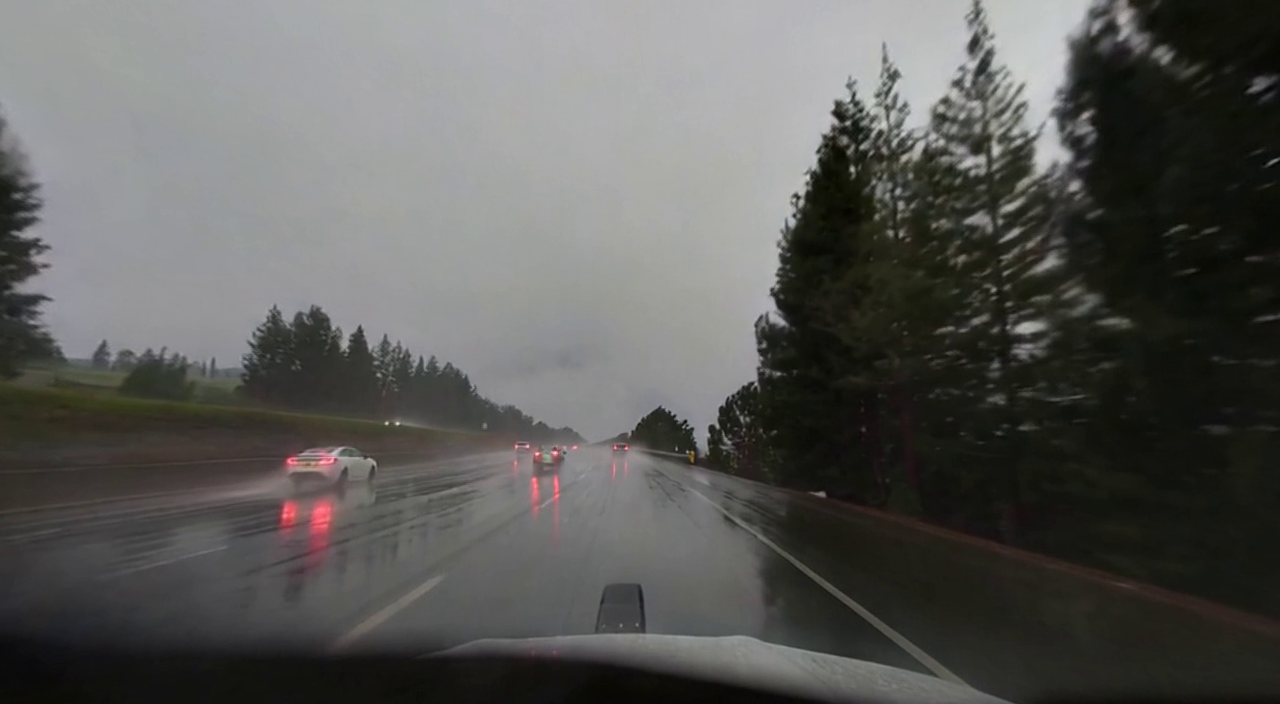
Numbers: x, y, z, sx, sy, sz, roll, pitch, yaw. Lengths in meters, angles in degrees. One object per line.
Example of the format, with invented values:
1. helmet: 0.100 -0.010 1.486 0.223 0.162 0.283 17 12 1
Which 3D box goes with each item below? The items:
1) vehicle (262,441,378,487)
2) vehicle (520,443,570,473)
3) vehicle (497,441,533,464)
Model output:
1. vehicle: -11.562 4.066 23.164 1.960 1.487 4.593 0 -9 -2
2. vehicle: -4.859 5.481 32.702 2.120 1.458 4.031 0 -9 -2
3. vehicle: -9.269 7.485 47.007 2.015 1.608 4.294 0 -9 -3
